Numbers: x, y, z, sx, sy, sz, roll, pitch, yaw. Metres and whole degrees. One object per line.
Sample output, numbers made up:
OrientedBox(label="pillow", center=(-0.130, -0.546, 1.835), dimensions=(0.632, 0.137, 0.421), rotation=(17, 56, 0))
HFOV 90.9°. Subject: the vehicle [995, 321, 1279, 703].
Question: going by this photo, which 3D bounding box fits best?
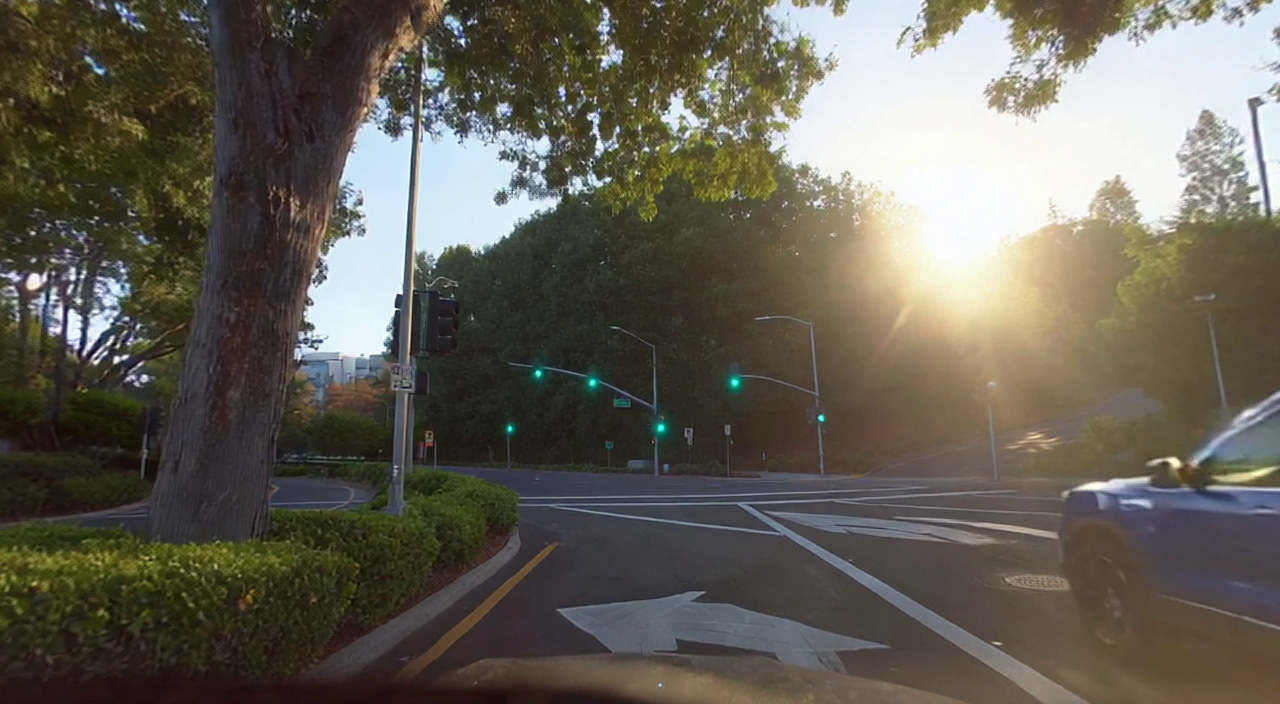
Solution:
OrientedBox(label="vehicle", center=(3.794, 0.704, 2.185), dimensions=(2.284, 1.788, 4.871), rotation=(-1, -8, 0))
